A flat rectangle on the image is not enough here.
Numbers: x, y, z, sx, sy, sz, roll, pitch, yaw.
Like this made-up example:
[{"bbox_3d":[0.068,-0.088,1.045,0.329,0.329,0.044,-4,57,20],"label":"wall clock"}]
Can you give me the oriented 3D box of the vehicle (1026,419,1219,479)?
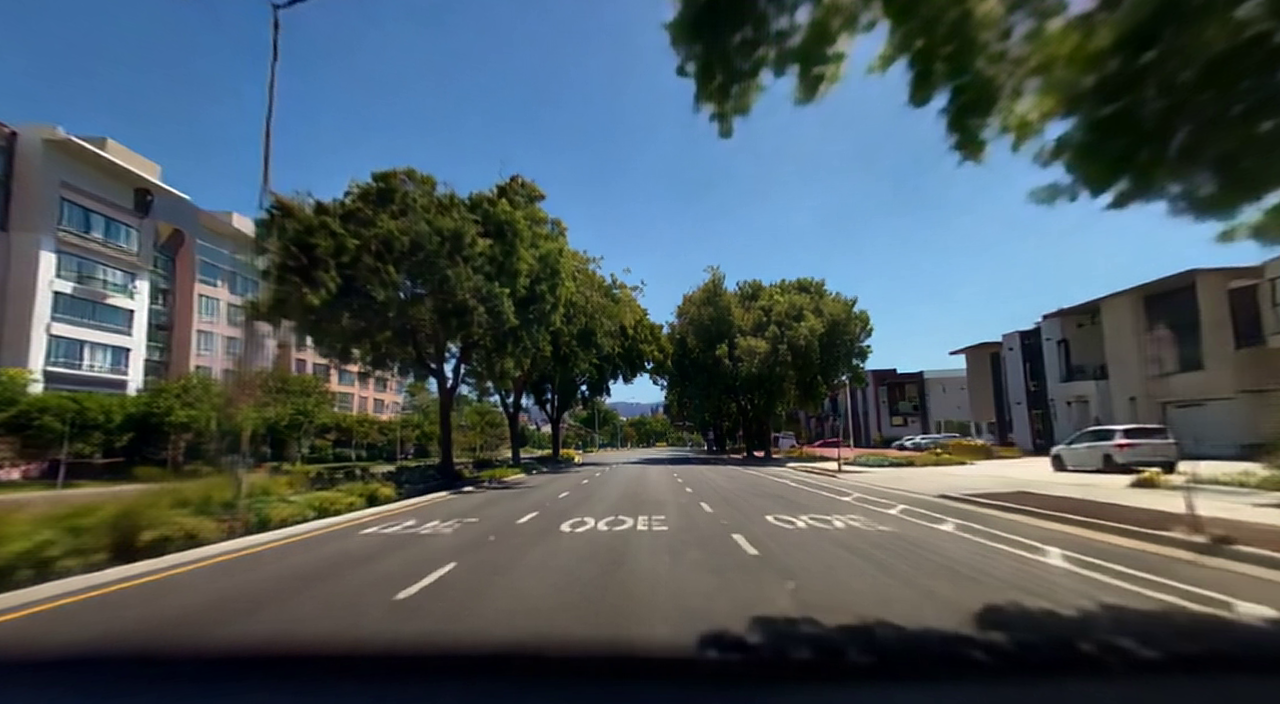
[{"bbox_3d":[13.611,2.791,18.256,1.879,1.507,4.836,0,-8,2],"label":"vehicle"}]
